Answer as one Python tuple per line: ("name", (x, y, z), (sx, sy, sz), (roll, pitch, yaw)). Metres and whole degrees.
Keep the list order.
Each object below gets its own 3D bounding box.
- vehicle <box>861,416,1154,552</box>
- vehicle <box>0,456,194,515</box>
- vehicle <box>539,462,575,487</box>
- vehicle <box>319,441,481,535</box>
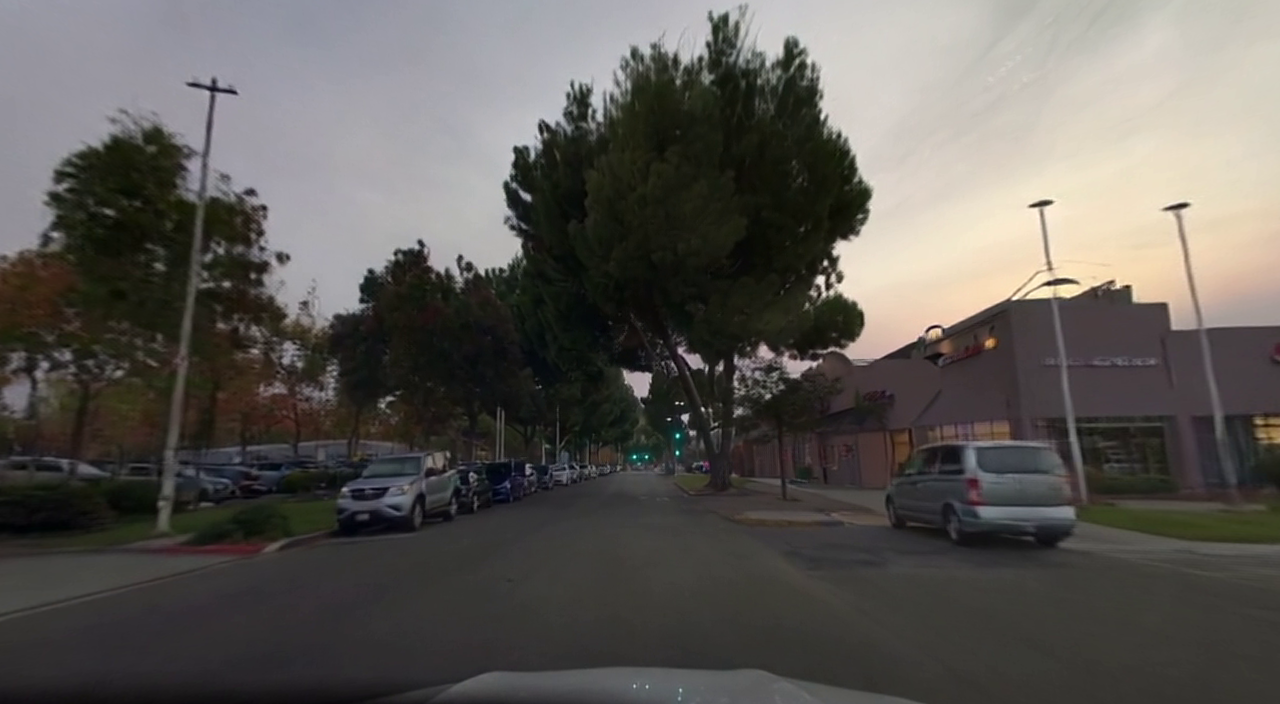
("vehicle", (5.717, 2.171, 10.755), (2.054, 1.779, 4.650), (1, -10, -2))
("vehicle", (-16.606, 4.042, 19.259), (4.368, 1.645, 1.950), (0, -10, 1))
("vehicle", (-5.651, 8.429, 43.542), (1.832, 1.623, 4.424), (0, -10, 0))
("vehicle", (-5.871, 3.437, 16.400), (2.196, 2.001, 5.548), (1, -10, -2))
